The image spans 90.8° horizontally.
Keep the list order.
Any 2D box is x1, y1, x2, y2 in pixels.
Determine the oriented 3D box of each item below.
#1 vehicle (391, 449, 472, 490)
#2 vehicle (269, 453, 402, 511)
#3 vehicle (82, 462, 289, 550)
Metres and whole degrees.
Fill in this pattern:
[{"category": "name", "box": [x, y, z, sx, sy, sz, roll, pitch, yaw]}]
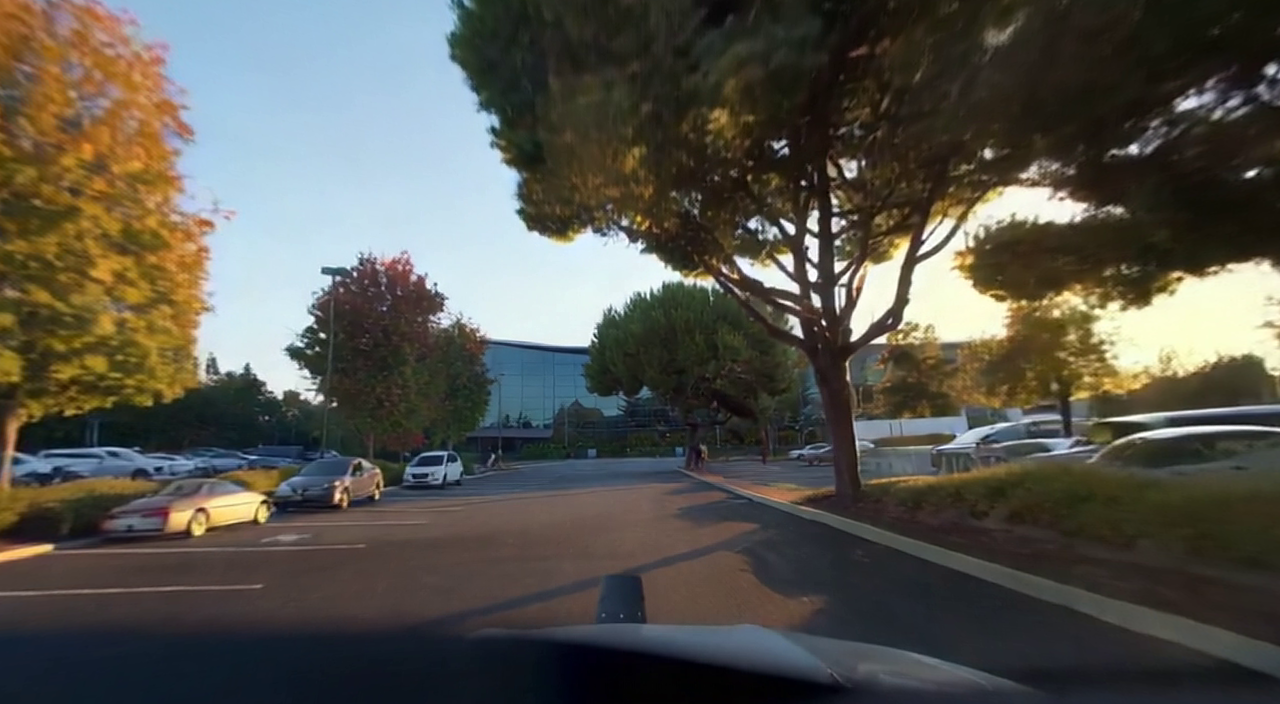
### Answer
[{"category": "vehicle", "box": [-9.859, 5.567, 30.406, 2.360, 1.741, 4.912, 0, -8, -2]}, {"category": "vehicle", "box": [-9.425, 4.030, 20.026, 2.038, 1.525, 4.383, 0, -8, 0]}, {"category": "vehicle", "box": [-9.604, 3.221, 13.751, 1.938, 1.191, 3.630, -7, -6, -2]}]
